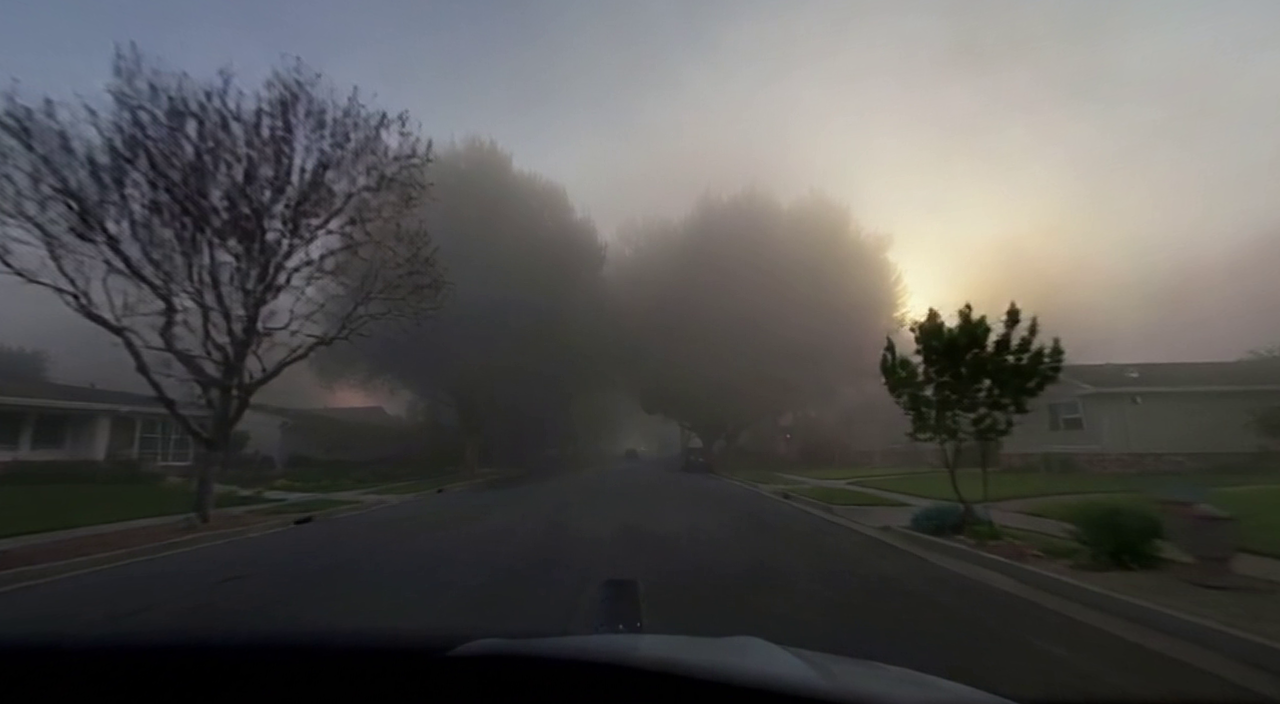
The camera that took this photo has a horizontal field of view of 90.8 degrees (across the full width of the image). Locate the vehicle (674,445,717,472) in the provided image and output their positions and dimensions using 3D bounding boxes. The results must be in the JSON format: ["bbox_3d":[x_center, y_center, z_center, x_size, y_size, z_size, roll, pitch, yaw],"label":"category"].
[{"bbox_3d":[3.422,6.673,39.713,2.136,1.596,4.790,0,-9,-2],"label":"vehicle"}]
